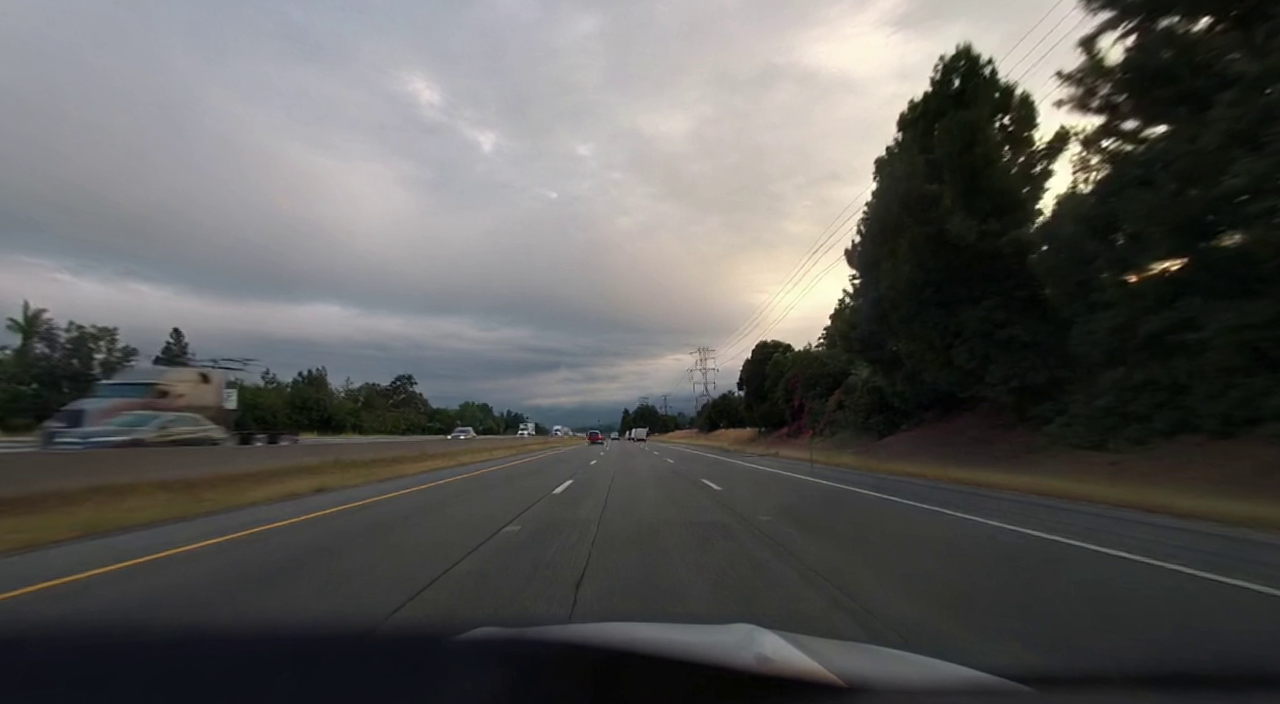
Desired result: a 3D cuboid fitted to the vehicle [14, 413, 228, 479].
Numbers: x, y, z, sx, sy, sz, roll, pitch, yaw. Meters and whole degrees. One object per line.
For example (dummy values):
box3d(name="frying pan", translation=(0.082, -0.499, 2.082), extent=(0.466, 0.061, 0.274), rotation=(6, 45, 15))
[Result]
box3d(name="vehicle", translation=(-12.247, 2.244, 15.283), extent=(1.838, 1.390, 3.974), rotation=(0, -8, -1))

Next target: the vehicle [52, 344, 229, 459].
box3d(name="vehicle", translation=(-16.286, 1.709, 20.859), extent=(2.954, 3.517, 3.281), rotation=(0, -8, -2))
